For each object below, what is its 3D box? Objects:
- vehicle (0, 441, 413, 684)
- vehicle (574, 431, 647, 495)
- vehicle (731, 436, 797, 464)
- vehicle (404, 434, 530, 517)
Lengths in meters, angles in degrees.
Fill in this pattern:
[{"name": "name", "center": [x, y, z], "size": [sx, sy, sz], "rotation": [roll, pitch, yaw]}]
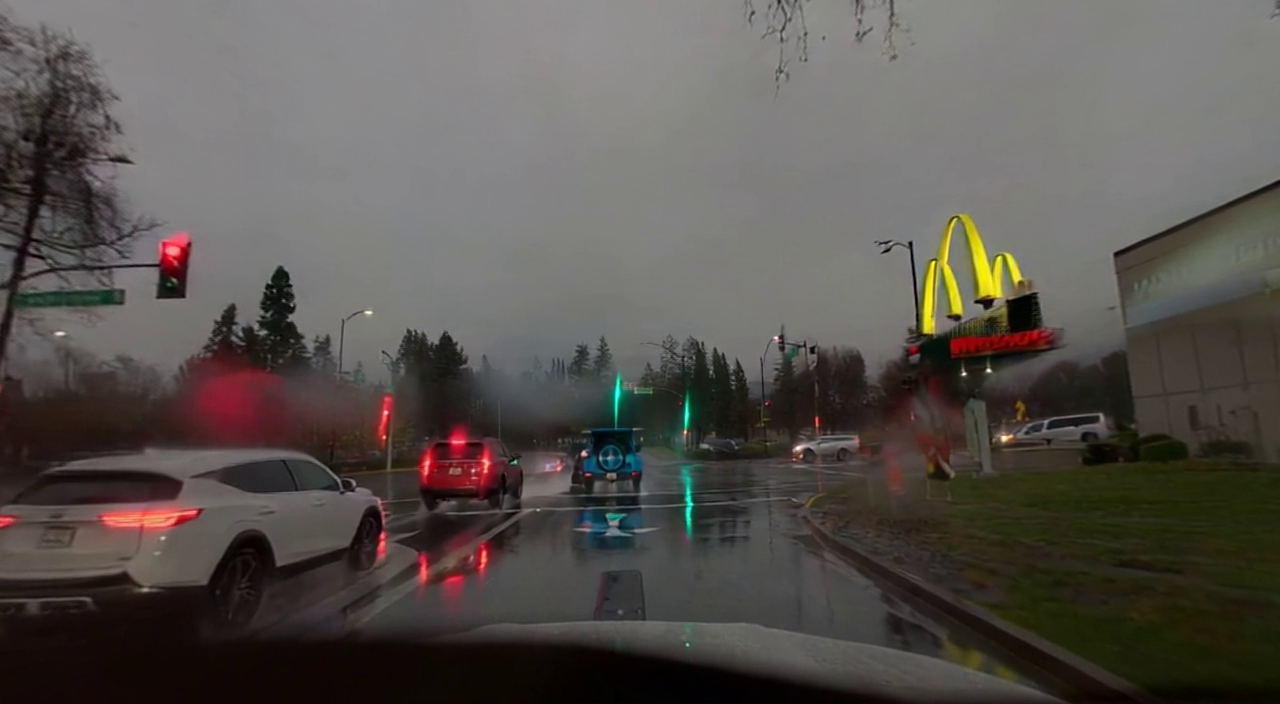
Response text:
[{"name": "vehicle", "center": [-4.025, 1.644, 6.235], "size": [1.941, 1.479, 4.541], "rotation": [0, -8, -1]}, {"name": "vehicle", "center": [-1.042, 3.730, 21.571], "size": [2.224, 1.923, 4.643], "rotation": [1, -9, -4]}, {"name": "vehicle", "center": [9.569, 7.550, 48.717], "size": [4.432, 1.680, 1.971], "rotation": [-2, -7, -23]}, {"name": "vehicle", "center": [-4.256, 3.093, 16.396], "size": [2.130, 1.819, 4.497], "rotation": [0, -8, -2]}]
